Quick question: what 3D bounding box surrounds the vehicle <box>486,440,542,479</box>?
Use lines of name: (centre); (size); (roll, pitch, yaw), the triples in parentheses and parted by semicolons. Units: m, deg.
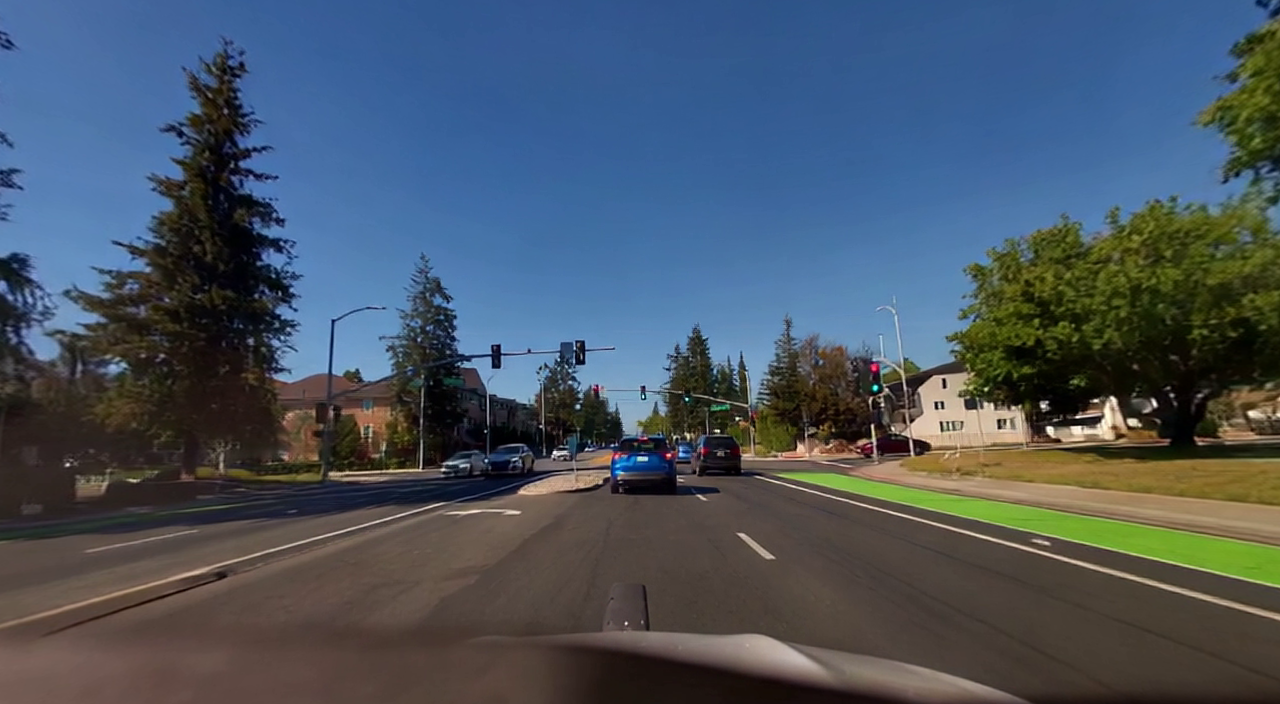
vehicle: (-6.530, 5.617, 33.232); (1.949, 1.891, 4.439); (0, -8, 1)

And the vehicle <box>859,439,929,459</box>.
vehicle: (19.504, 7.500, 48.596); (4.587, 1.490, 1.825); (0, -8, 2)

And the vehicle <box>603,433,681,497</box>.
vehicle: (0.058, 3.378, 19.208); (2.109, 1.730, 3.963); (0, -8, 0)

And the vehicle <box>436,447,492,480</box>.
vehicle: (-10.478, 6.641, 37.814); (1.974, 1.794, 4.580); (0, -8, 1)

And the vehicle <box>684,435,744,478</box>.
vehicle: (3.341, 4.815, 29.339); (2.189, 1.815, 4.495); (0, -8, 0)
